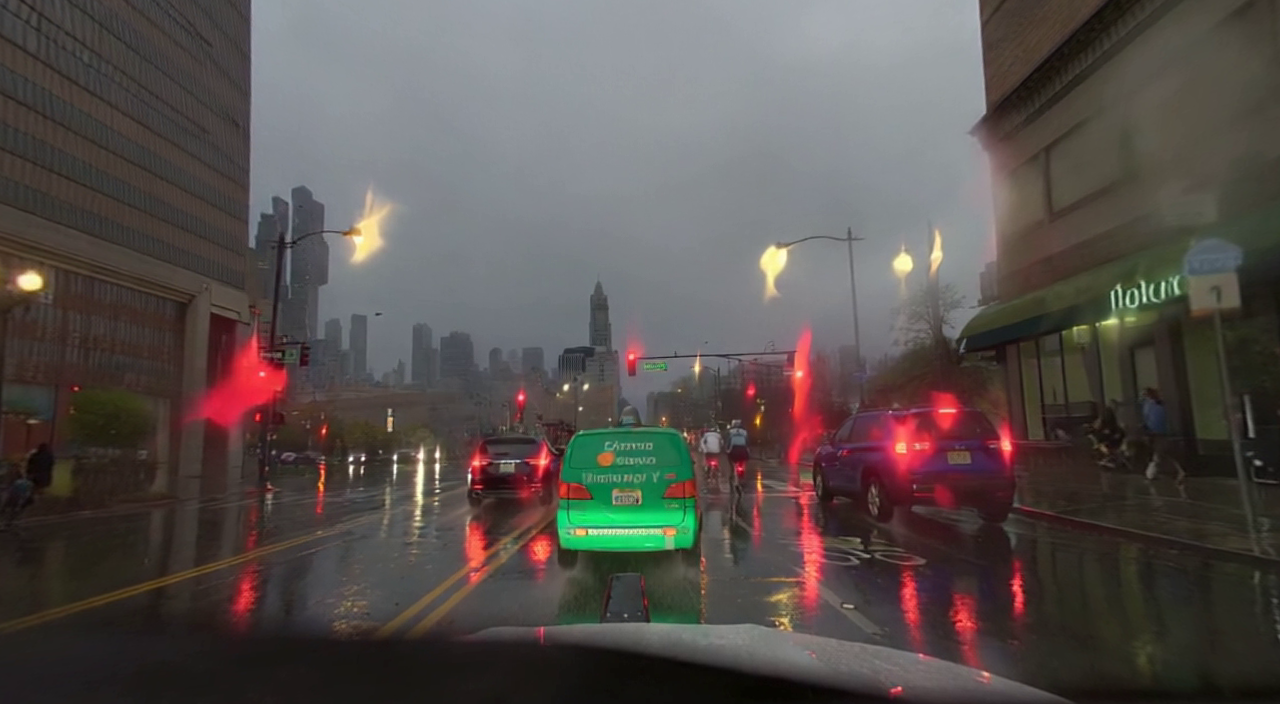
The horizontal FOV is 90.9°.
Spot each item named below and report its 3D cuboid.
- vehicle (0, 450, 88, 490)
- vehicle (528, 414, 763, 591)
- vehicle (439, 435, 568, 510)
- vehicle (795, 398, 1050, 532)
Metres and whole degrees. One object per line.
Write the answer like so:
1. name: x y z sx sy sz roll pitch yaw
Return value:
1. vehicle: -29.173 5.570 30.206 2.264 1.722 4.721 2 -9 -18
2. vehicle: 0.033 1.650 7.708 2.091 1.557 4.000 0 -9 0
3. vehicle: -2.947 2.714 14.672 2.039 1.452 4.489 0 -9 0
4. vehicle: 4.508 1.919 11.159 2.142 1.829 4.767 0 -9 -2
